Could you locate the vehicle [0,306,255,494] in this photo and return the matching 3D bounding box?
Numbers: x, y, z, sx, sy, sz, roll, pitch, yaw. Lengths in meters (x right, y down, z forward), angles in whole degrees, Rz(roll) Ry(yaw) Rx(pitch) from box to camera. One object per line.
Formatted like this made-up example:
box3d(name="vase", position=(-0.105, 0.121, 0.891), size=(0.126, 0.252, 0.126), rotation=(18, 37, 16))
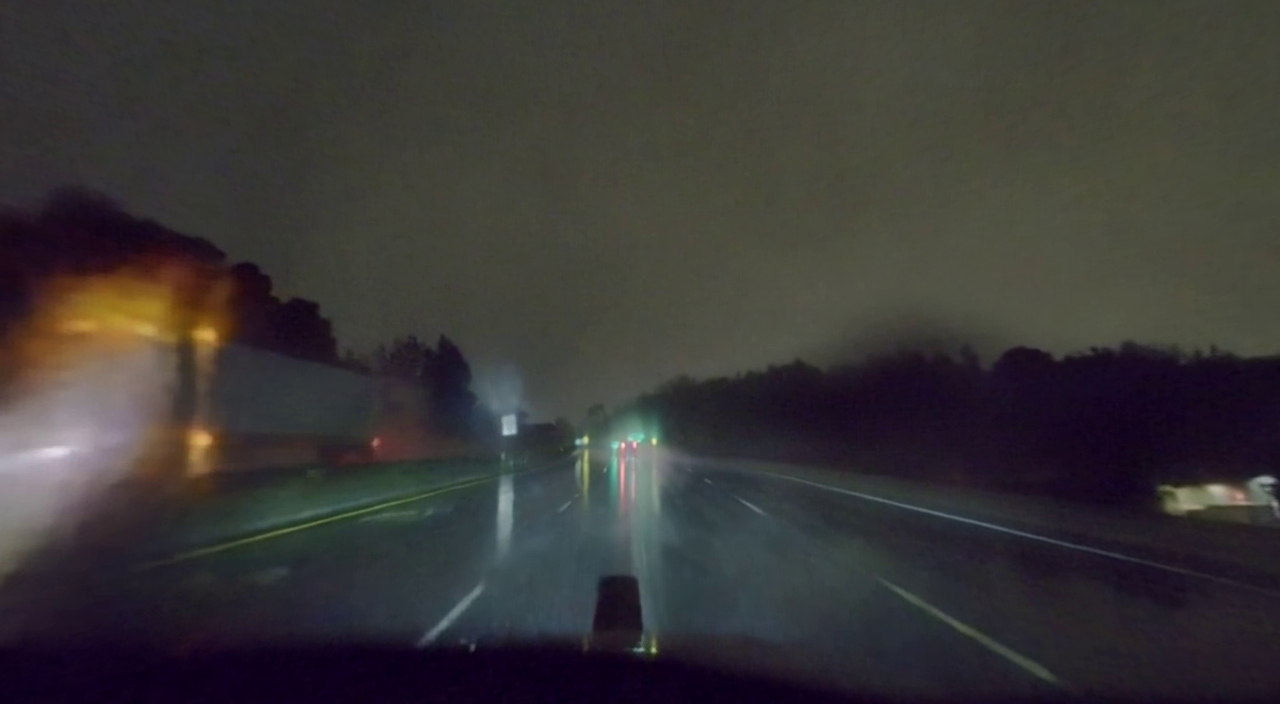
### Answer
box3d(name="vehicle", position=(-14.395, 1.495, 17.454), size=(3.338, 4.291, 6.206), rotation=(0, -8, -1))
